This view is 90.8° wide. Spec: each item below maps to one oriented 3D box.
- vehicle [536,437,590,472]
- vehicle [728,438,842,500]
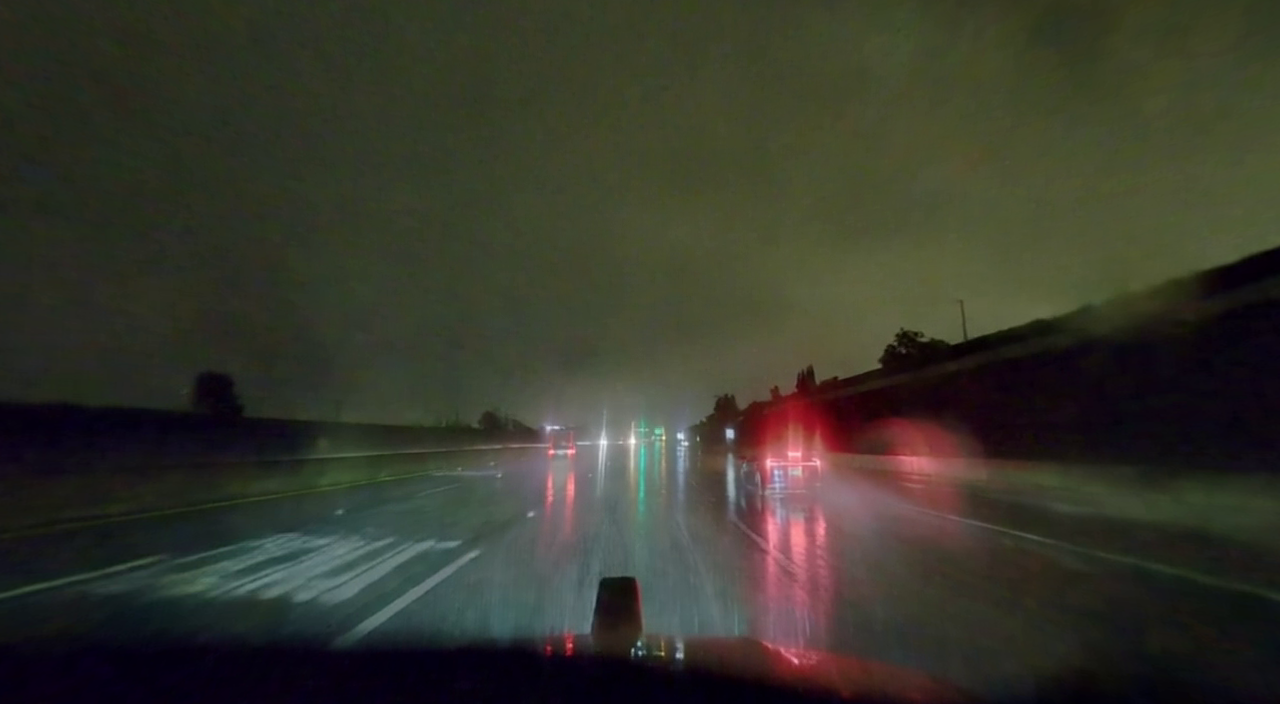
[{"bbox_3d":[-3.765,5.088,31.642,2.048,1.618,4.424,0,-9,1],"label":"vehicle"},{"bbox_3d":[3.884,3.205,17.729,2.060,1.485,4.274,0,-9,-2],"label":"vehicle"}]
